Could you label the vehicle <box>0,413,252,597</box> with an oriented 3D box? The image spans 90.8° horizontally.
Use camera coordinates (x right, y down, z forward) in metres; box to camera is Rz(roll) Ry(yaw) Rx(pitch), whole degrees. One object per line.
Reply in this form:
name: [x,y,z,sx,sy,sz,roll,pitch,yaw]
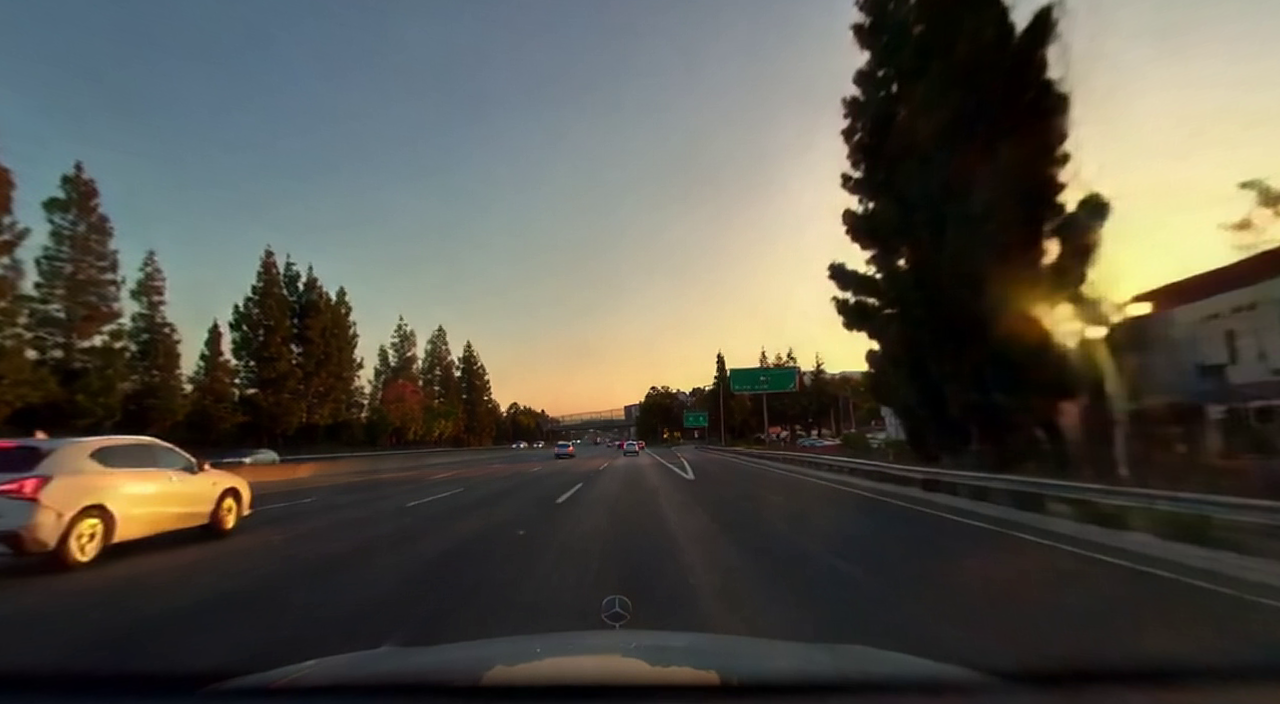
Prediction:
vehicle: [-6.670,1.533,6.747,2.016,1.606,4.806,0,-9,0]
